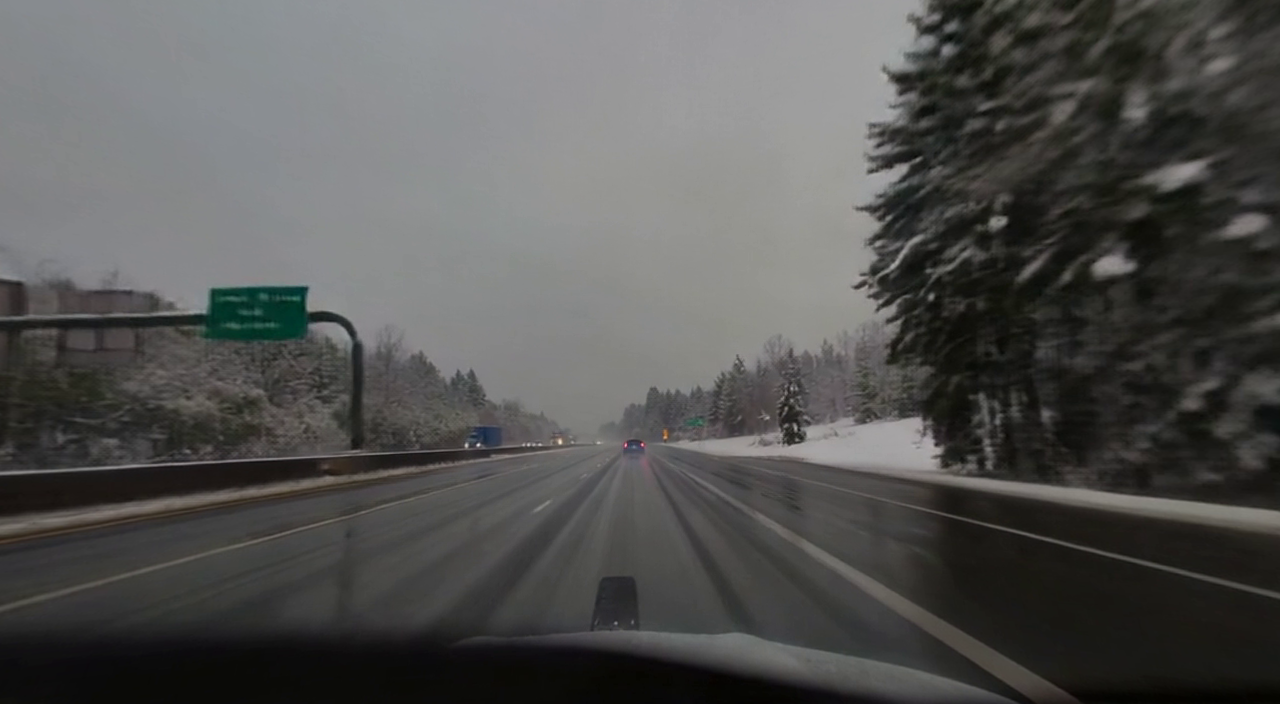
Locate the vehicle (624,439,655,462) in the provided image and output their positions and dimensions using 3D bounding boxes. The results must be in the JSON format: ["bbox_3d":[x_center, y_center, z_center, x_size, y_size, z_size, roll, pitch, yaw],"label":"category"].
[{"bbox_3d":[-0.057,6.717,43.029,2.028,1.440,3.690,0,-8,-1],"label":"vehicle"}]
